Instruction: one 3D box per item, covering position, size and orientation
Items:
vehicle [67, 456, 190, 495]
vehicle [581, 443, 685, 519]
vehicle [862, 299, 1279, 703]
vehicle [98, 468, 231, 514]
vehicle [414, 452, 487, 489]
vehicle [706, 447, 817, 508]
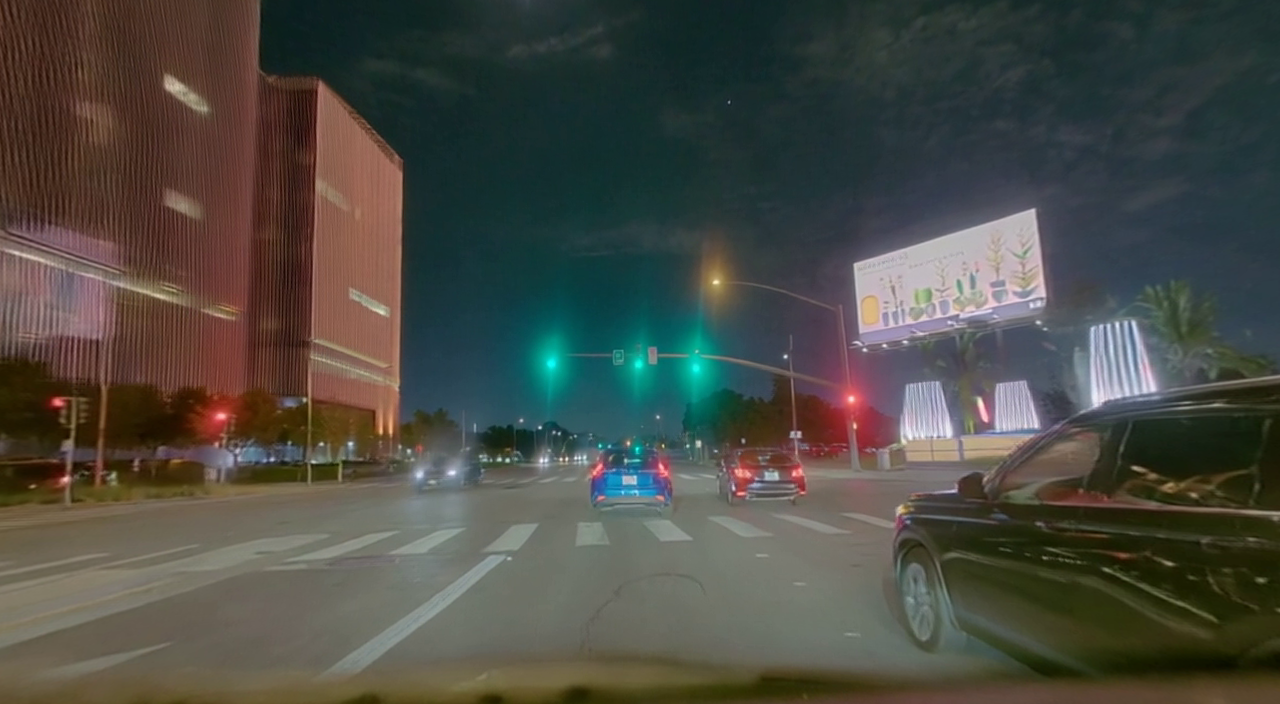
[{"bbox_3d":[-27.618,6.659,34.418,2.300,1.932,5.056,0,-9,2],"label":"vehicle"},{"bbox_3d":[-0.192,2.895,14.704,2.095,1.502,3.873,0,-8,-2],"label":"vehicle"},{"bbox_3d":[2.980,0.926,3.224,2.047,1.785,4.357,0,-8,-1],"label":"vehicle"},{"bbox_3d":[-19.181,5.594,25.798,1.942,1.453,4.448,0,-8,0],"label":"vehicle"},{"bbox_3d":[-8.684,5.438,29.332,1.879,1.510,4.619,0,-8,1],"label":"vehicle"},{"bbox_3d":[3.138,3.328,17.296,2.009,1.414,4.416,0,-8,-2],"label":"vehicle"}]
